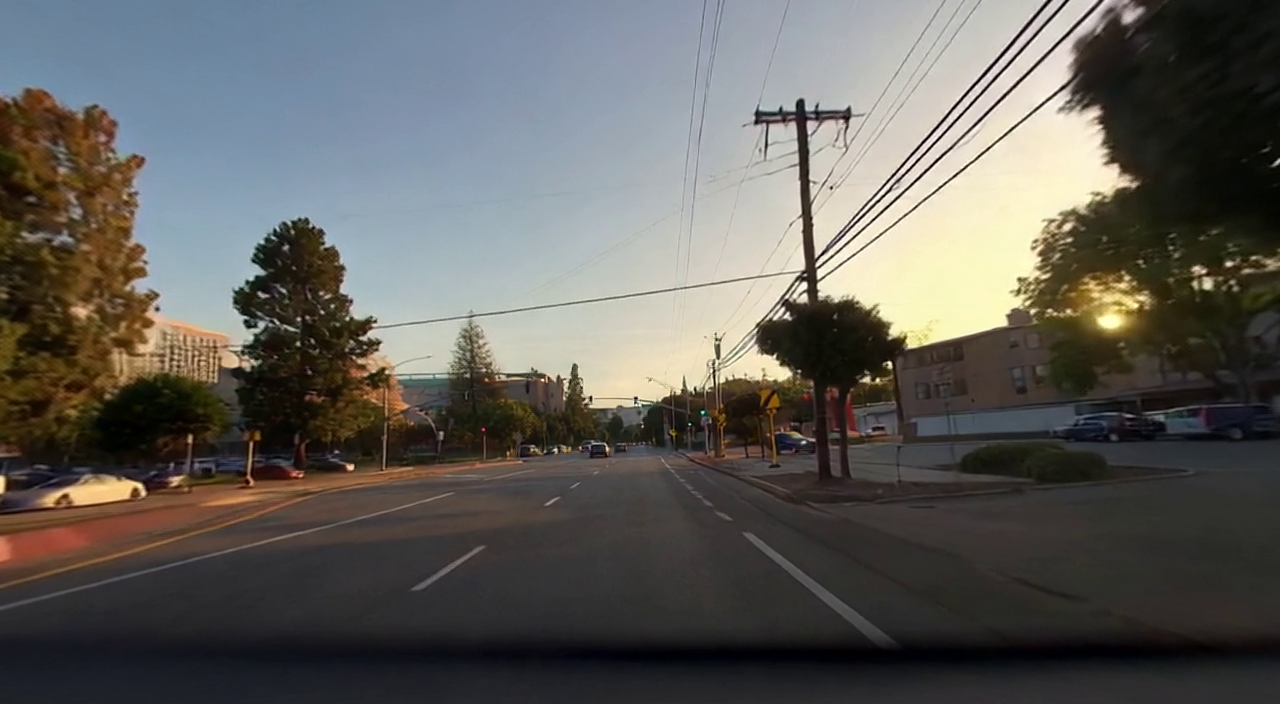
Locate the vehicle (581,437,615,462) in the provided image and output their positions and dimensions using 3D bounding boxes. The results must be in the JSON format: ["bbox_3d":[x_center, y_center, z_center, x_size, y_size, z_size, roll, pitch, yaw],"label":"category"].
[{"bbox_3d":[-3.163,7.490,48.689,2.229,1.821,4.681,-1,-8,1],"label":"vehicle"}]

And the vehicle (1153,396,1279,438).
[{"bbox_3d":[25.550,2.858,27.475,4.690,1.742,2.008,0,-7,-4],"label":"vehicle"}]

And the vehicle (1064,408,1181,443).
[{"bbox_3d":[25.265,3.866,33.099,4.461,1.695,1.999,-1,-7,0],"label":"vehicle"}]

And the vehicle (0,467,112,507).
[{"bbox_3d":[-27.064,6.075,28.513,4.519,1.598,2.055,-1,-8,2],"label":"vehicle"}]

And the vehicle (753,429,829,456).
[{"bbox_3d":[10.573,6.365,44.423,4.765,1.738,2.101,0,-8,-3],"label":"vehicle"}]
